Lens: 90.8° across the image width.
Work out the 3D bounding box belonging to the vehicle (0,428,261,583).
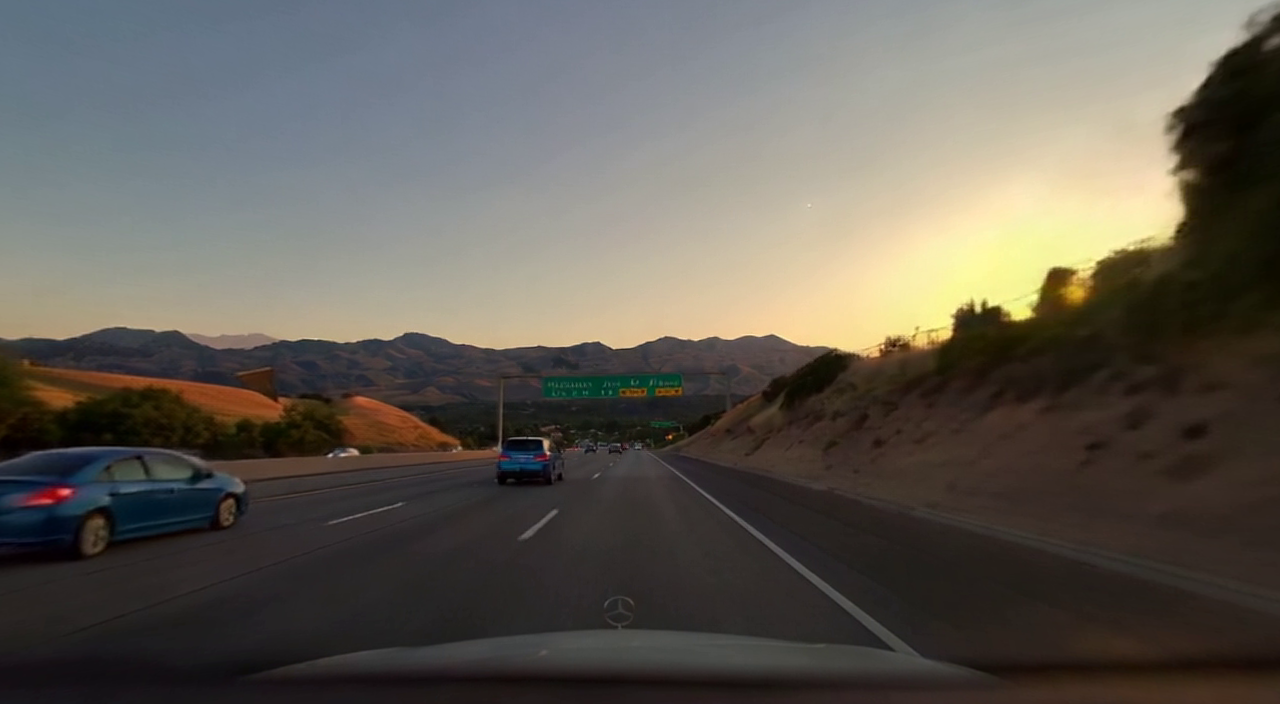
[{"bbox_3d":[-7.273,1.803,8.166,1.930,1.508,4.567,0,-8,0],"label":"vehicle"}]

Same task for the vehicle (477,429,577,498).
[{"bbox_3d":[-3.182,3.256,18.846,2.029,1.753,4.718,0,-8,1],"label":"vehicle"}]
